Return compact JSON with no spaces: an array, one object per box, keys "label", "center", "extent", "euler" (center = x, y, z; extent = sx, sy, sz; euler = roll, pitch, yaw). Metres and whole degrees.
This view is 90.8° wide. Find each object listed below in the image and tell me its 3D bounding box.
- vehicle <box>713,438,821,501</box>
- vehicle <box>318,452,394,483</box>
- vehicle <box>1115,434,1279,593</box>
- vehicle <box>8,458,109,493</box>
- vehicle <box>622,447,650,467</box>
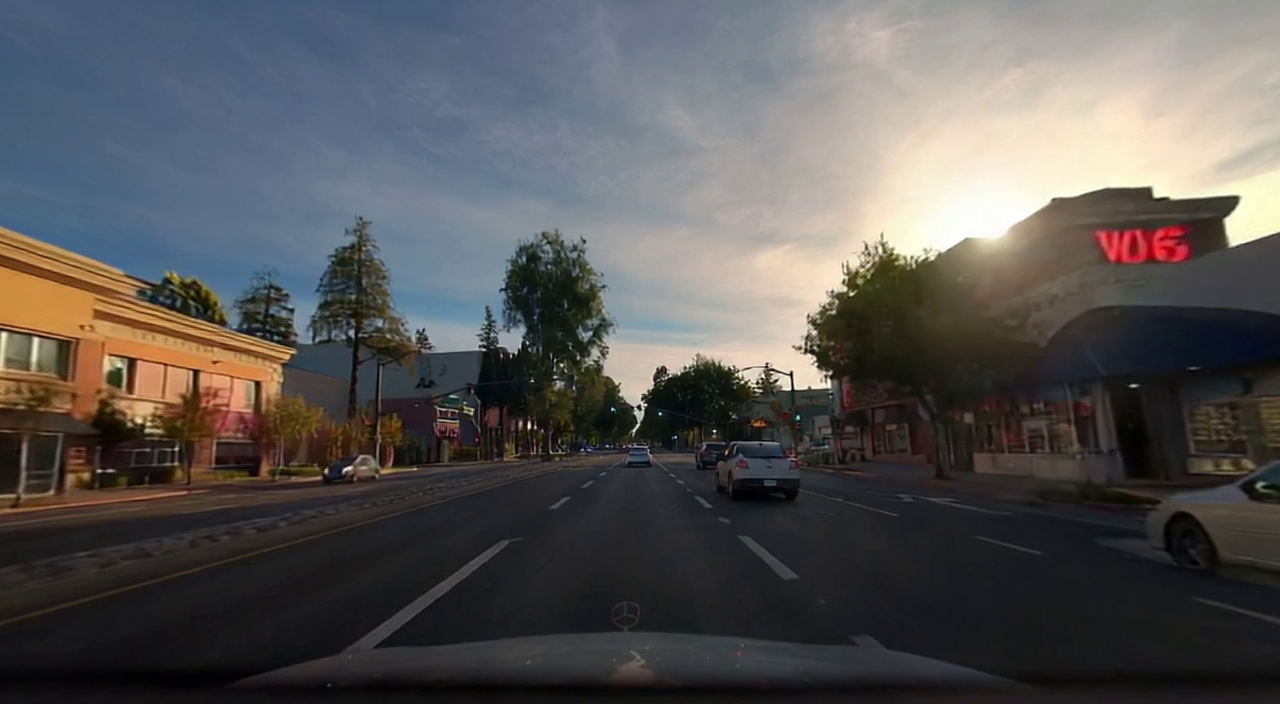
[{"label":"vehicle","center":[3.486,3.308,18.289],"extent":[2.072,1.545,4.578],"euler":[0,-8,-1]},{"label":"vehicle","center":[-15.303,6.225,34.309],"extent":[1.908,1.486,4.629],"euler":[0,-8,1]},{"label":"vehicle","center":[6.900,1.439,5.487],"extent":[1.952,1.449,4.544],"euler":[0,-8,-1]},{"label":"vehicle","center":[-33.034,6.973,36.130],"extent":[1.856,1.675,5.356],"euler":[2,-9,-15]},{"label":"vehicle","center":[-0.283,8.059,48.815],"extent":[2.052,1.461,4.324],"euler":[0,-8,0]}]
